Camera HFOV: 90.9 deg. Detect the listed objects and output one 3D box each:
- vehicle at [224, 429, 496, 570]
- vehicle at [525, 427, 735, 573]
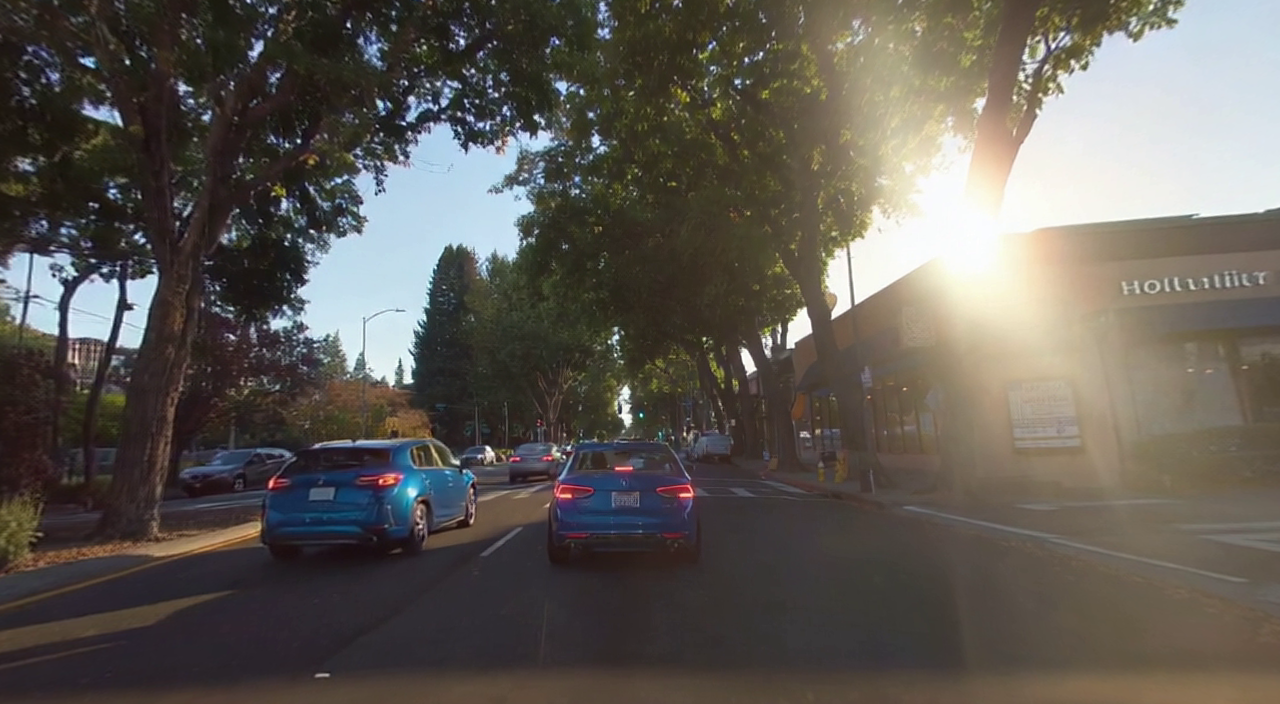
[{"bbox_3d":[-3.452,1.879,8.785,1.905,1.473,4.016,0,-9,0],"label":"vehicle"},{"bbox_3d":[-0.105,1.837,8.585,2.160,1.482,4.037,0,-9,0],"label":"vehicle"}]
